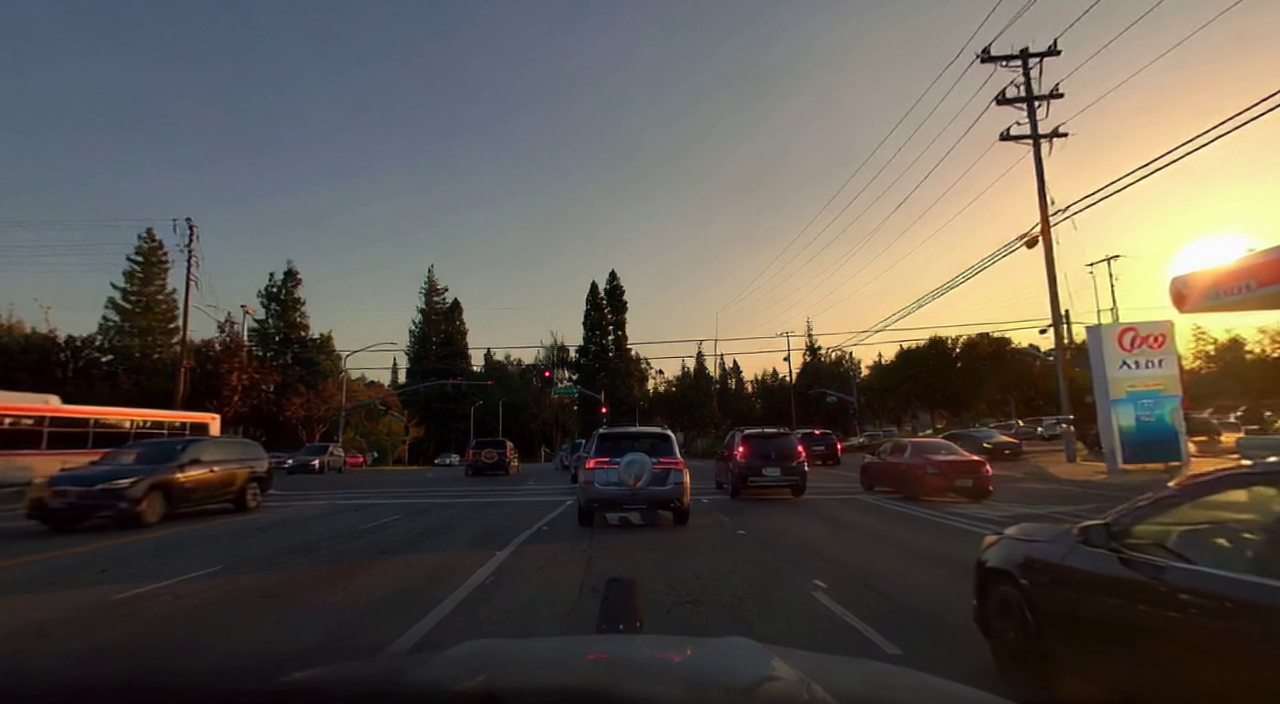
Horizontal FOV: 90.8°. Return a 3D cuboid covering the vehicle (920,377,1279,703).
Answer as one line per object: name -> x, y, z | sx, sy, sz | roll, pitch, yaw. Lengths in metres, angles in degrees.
vehicle -> 3.020, 0.861, 2.225 | 2.006, 1.483, 4.278 | 0, -9, -1

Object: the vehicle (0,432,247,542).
vehicle -> -10.300, 2.578, 12.684 | 2.075, 1.719, 4.396 | -3, -8, -1

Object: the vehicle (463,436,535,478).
vehicle -> -6.437, 4.861, 29.474 | 2.190, 1.795, 4.993 | 0, -9, 0

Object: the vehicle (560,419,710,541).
vehicle -> -0.128, 2.088, 10.900 | 2.087, 1.677, 4.053 | 0, -9, -2

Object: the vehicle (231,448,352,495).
vehicle -> -13.722, 4.706, 25.285 | 2.100, 1.656, 4.724 | 0, -8, 1

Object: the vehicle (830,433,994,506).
vehicle -> 6.334, 2.783, 15.408 | 1.829, 1.494, 4.552 | 0, -9, -2

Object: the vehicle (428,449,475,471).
vehicle -> -13.636, 7.804, 45.999 | 1.997, 1.480, 4.561 | 0, -9, 0

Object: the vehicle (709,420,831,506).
vehicle -> 3.034, 2.701, 15.750 | 2.049, 1.813, 4.245 | 0, -9, -1
